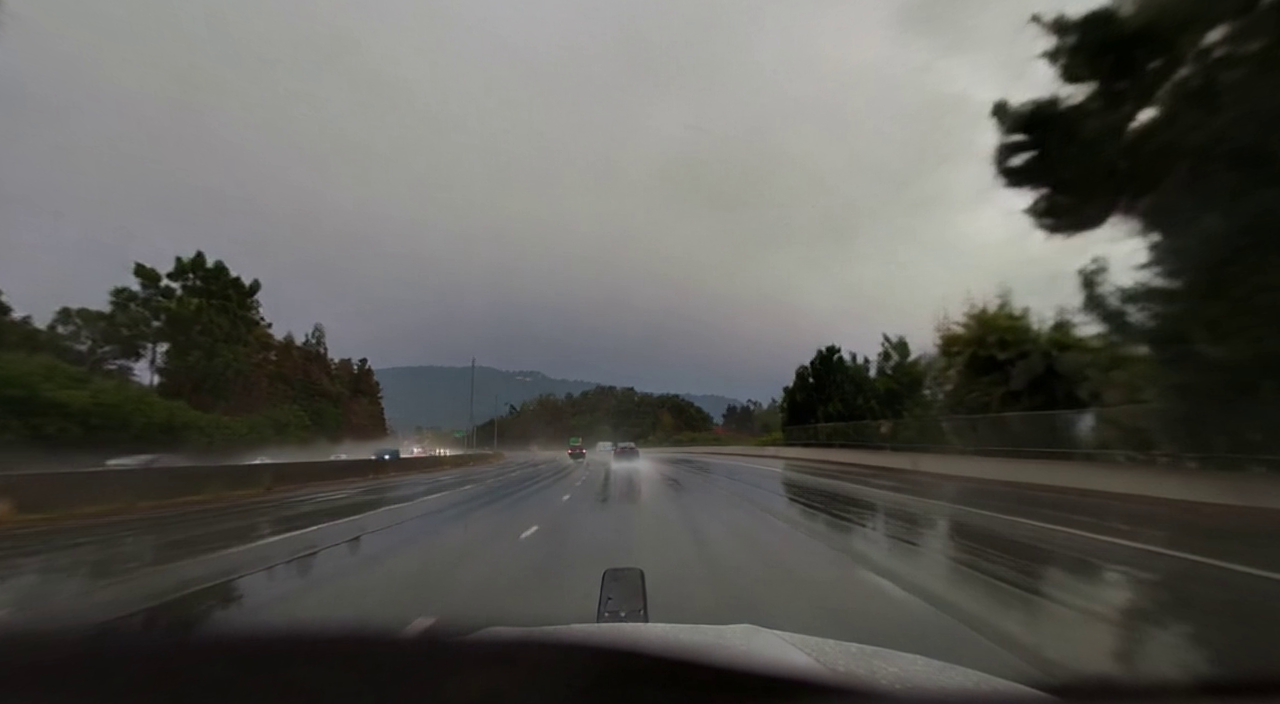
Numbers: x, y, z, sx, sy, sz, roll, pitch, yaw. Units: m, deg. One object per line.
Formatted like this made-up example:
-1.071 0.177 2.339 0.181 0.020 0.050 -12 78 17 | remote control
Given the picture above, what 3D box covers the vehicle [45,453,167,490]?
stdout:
-26.416 5.877 31.465 2.216 1.591 4.677 0 -8 -4 | vehicle
